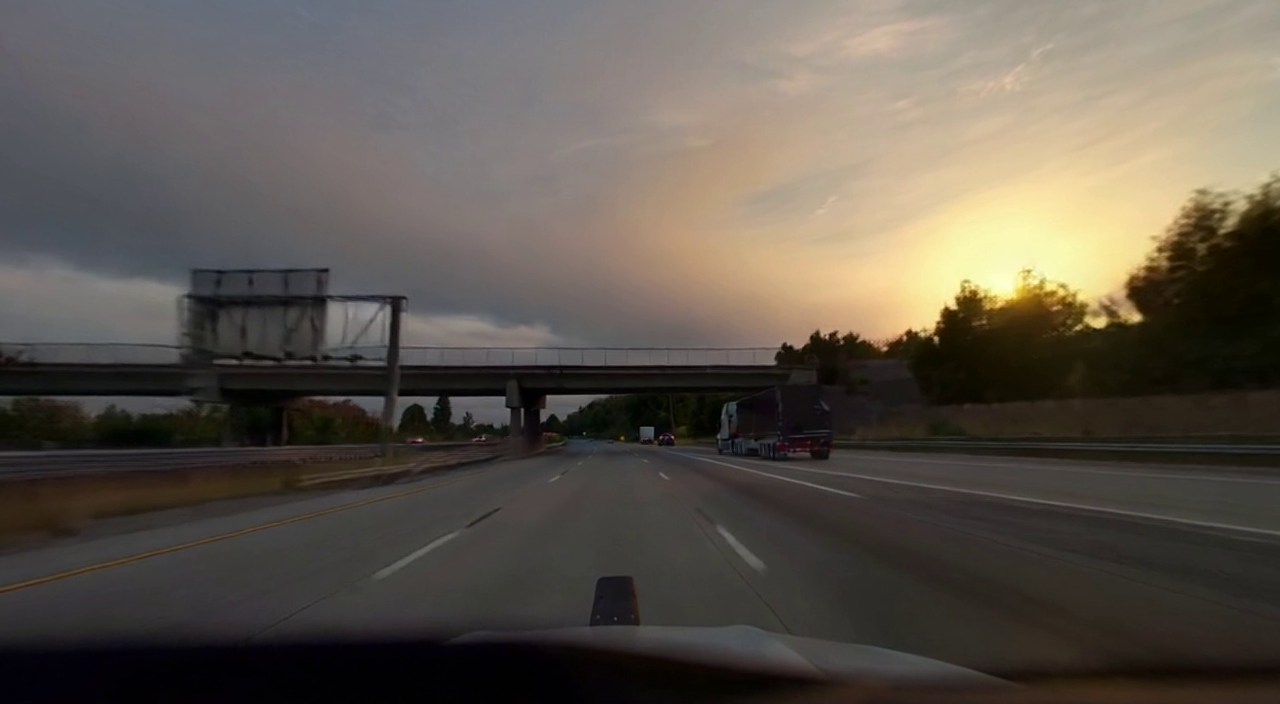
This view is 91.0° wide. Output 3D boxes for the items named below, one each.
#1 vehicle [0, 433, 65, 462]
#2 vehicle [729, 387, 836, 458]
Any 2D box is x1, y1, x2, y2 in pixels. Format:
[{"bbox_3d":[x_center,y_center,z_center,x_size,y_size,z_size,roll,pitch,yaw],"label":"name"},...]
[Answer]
[{"bbox_3d":[-34.563,5.236,34.483,1.774,1.499,4.516,-1,-8,2],"label":"vehicle"},{"bbox_3d":[9.155,5.010,42.873,2.855,4.053,13.328,0,-8,-6],"label":"vehicle"}]
